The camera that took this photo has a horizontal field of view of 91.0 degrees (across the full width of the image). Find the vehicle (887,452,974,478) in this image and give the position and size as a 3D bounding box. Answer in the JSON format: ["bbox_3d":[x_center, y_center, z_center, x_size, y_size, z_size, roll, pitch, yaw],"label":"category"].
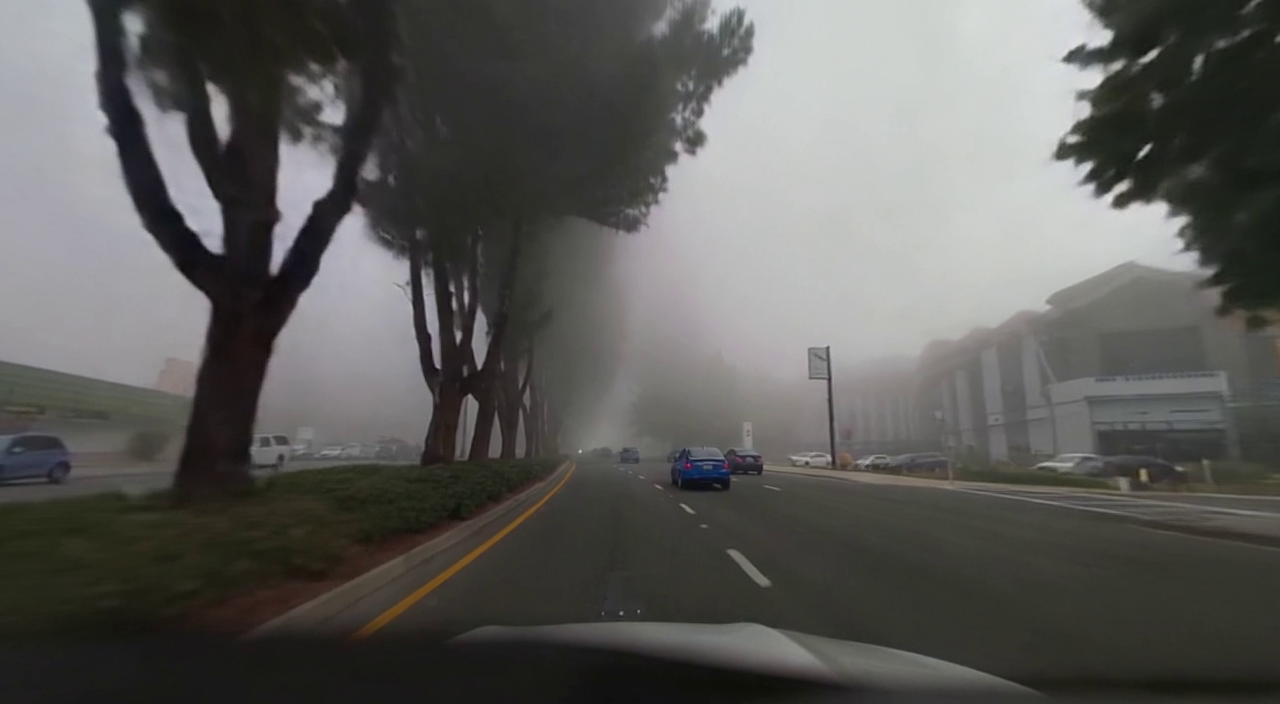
[{"bbox_3d":[18.004,6.988,39.085,4.646,1.479,2.070,3,-9,-17],"label":"vehicle"}]

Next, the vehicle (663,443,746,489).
[{"bbox_3d":[2.142,3.971,22.279,2.256,1.451,4.313,1,-8,-4],"label":"vehicle"}]

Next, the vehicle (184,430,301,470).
[{"bbox_3d":[-23.258,5.796,37.297,2.593,2.075,6.841,1,-9,-2],"label":"vehicle"}]

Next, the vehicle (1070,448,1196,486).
[{"bbox_3d":[21.481,5.009,27.476,4.424,1.531,2.008,3,-9,-16],"label":"vehicle"}]

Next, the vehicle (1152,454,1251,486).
[{"bbox_3d":[33.862,7.078,37.974,4.858,1.806,2.124,3,-9,-17],"label":"vehicle"}]
